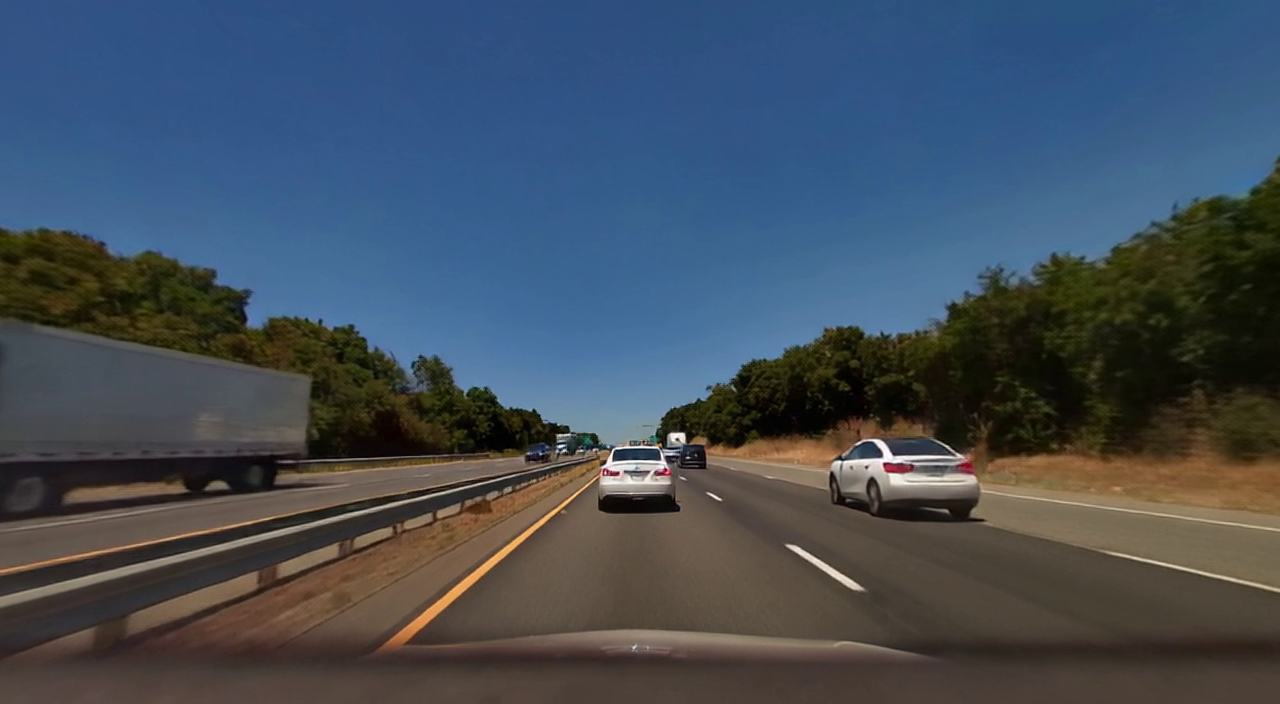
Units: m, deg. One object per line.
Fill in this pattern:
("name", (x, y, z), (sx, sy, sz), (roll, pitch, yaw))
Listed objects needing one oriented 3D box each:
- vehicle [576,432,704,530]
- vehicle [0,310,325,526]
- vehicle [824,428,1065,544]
("vehicle", (-0.042, 2.403, 12.246), (2.088, 1.580, 3.657), (0, -9, -1))
("vehicle", (-13.764, 2.068, 17.208), (2.868, 4.125, 14.298), (0, -9, 0))
("vehicle", (4.672, 2.098, 10.466), (1.931, 1.516, 3.995), (0, -9, -1))
